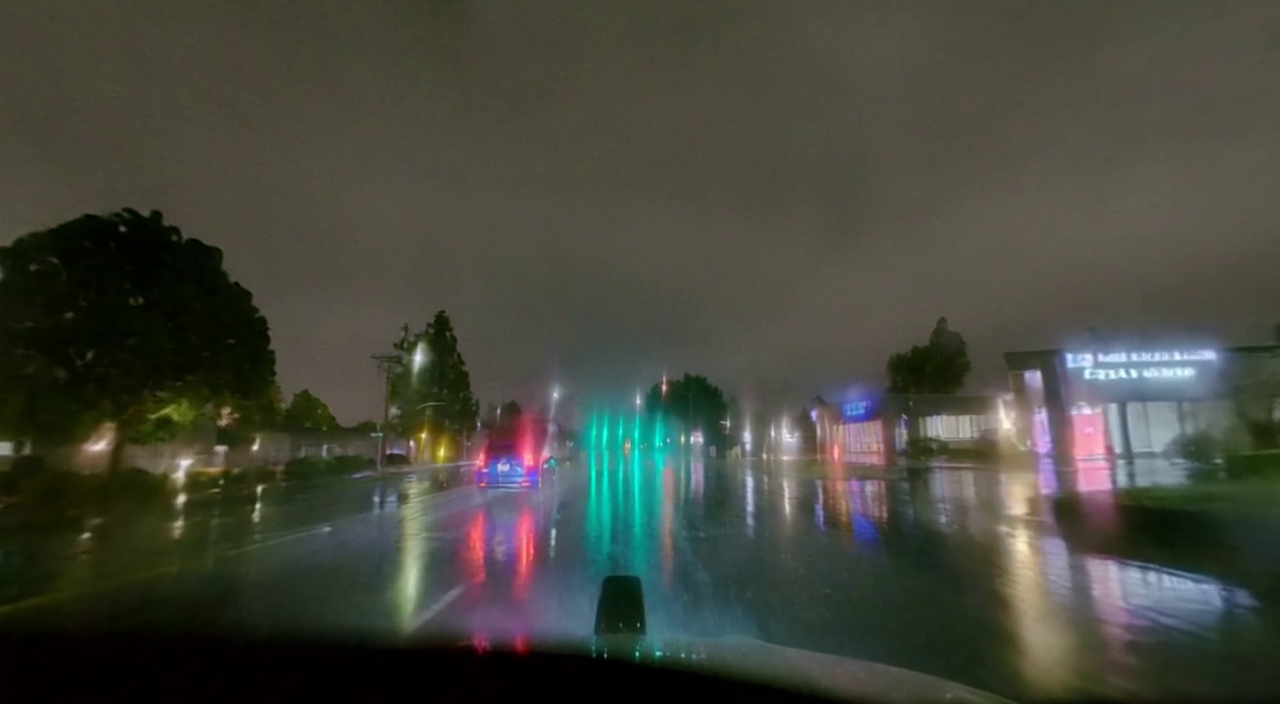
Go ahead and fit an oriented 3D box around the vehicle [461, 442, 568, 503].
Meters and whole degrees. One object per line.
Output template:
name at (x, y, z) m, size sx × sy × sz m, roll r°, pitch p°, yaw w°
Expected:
vehicle at (-3.277, 3.228, 17.407) m, size 2.005 × 1.477 × 4.169 m, roll 0°, pitch -8°, yaw 1°
